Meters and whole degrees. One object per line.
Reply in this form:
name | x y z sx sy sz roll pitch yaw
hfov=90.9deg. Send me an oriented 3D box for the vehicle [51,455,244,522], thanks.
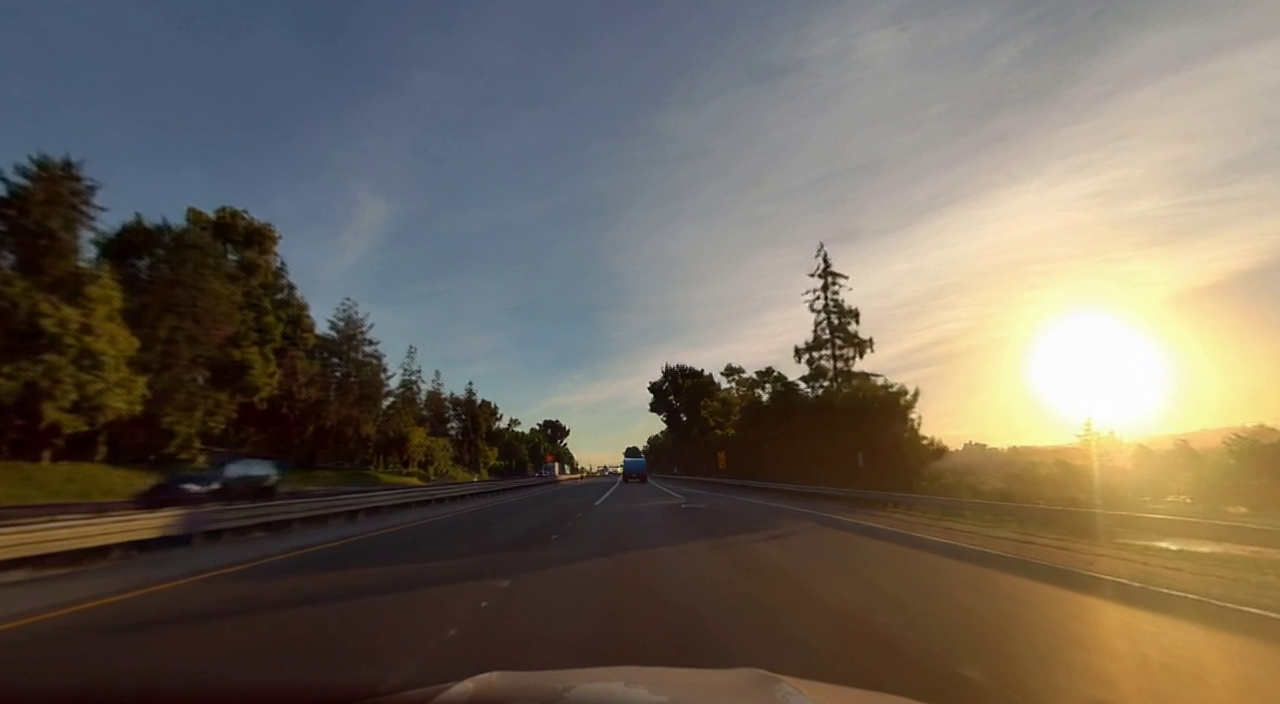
vehicle | -12.925 3.609 16.912 2.061 1.529 3.742 1 -11 0
